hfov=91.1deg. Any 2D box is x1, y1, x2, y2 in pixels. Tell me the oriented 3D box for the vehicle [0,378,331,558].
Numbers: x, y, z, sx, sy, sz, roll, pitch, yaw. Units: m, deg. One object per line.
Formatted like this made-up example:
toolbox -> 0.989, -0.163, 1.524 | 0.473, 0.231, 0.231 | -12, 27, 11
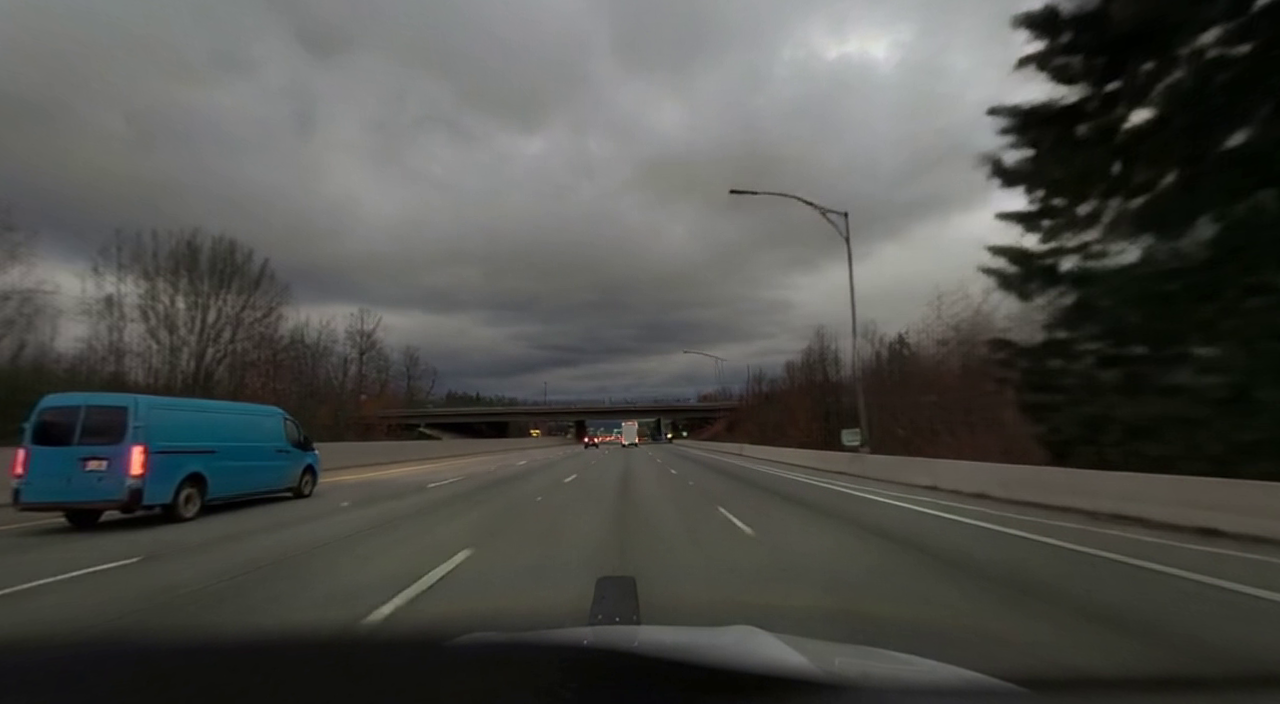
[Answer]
vehicle -> -7.163, 1.640, 9.707 | 2.150, 1.996, 5.341 | 0, -8, -2
